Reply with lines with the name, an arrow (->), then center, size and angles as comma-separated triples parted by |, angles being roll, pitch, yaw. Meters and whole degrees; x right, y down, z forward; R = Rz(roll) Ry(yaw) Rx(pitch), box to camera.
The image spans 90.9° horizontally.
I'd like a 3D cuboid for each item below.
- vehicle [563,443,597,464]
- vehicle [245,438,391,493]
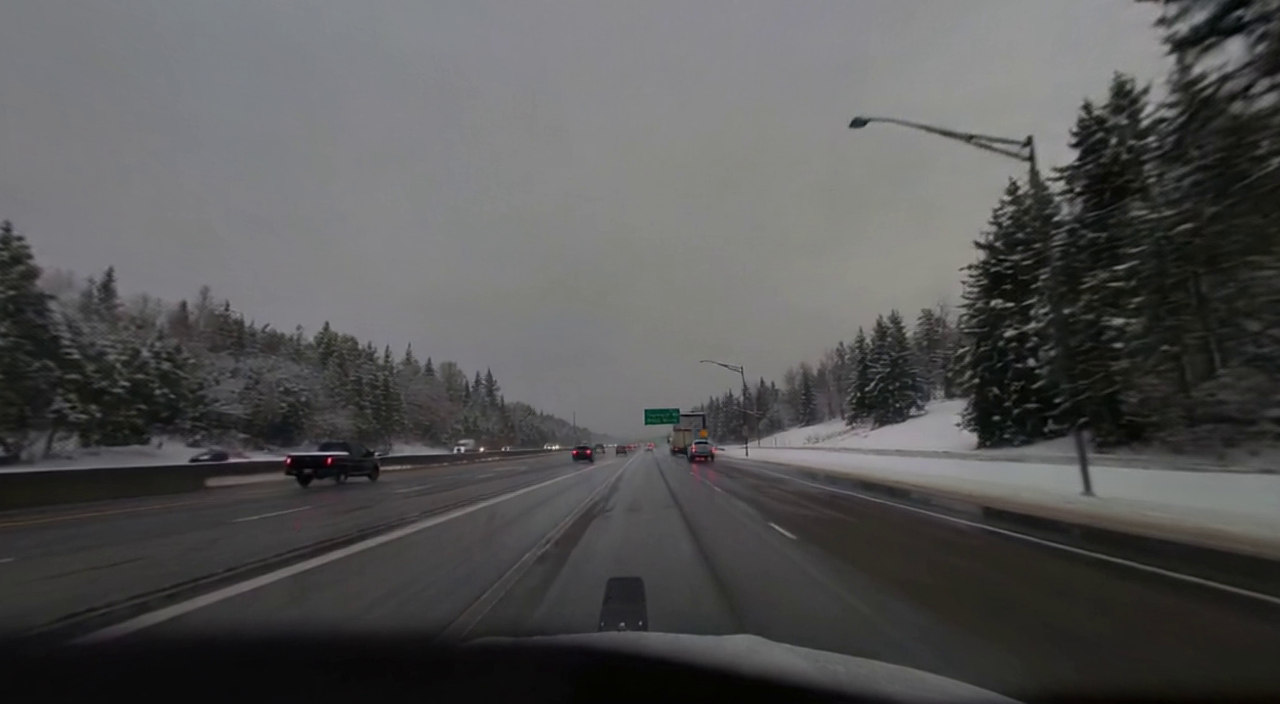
vehicle -> -4.567, 7.793, 48.534 | 1.981, 1.473, 4.317 | 0, -8, 2
vehicle -> -9.623, 3.407, 19.349 | 1.899, 1.465, 4.589 | 0, -8, 2
